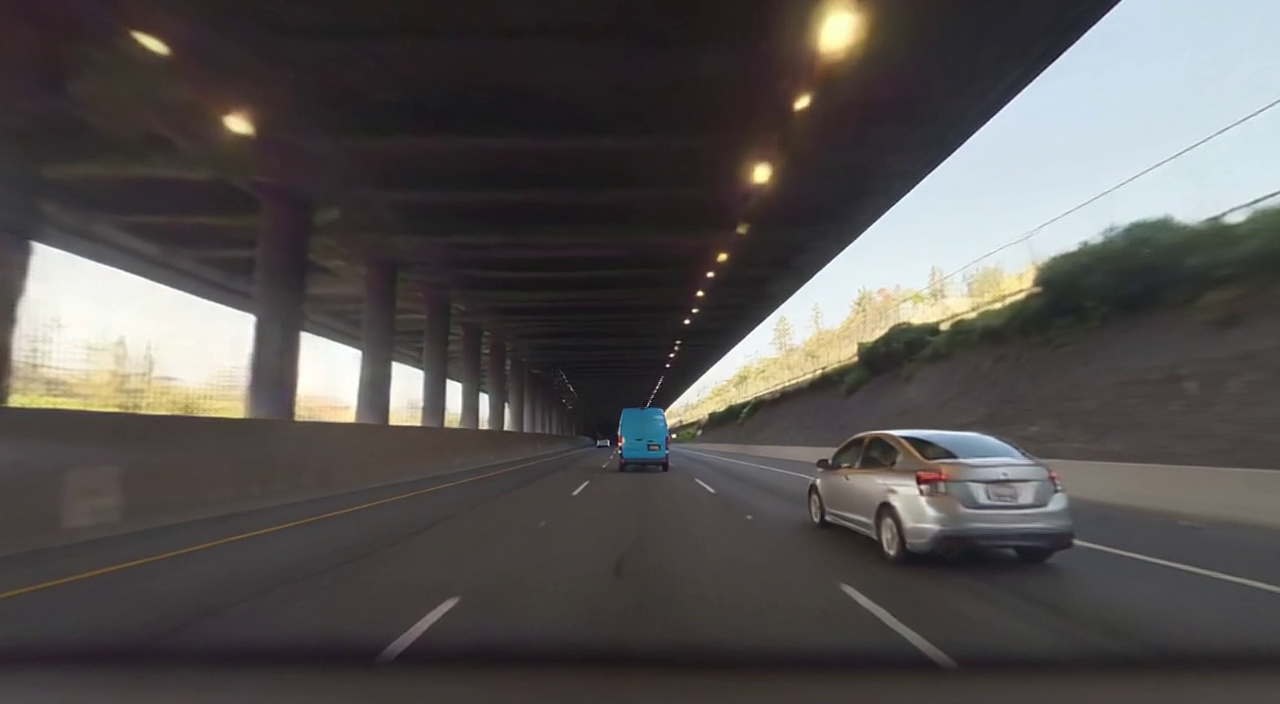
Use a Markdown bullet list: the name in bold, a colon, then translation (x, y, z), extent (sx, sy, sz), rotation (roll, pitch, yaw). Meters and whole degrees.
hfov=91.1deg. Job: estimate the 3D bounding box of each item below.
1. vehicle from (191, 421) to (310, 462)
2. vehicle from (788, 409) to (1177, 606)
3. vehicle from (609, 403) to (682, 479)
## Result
- **vehicle**: translation (-16.311, 3.779, 26.653), extent (2.113, 1.579, 4.531), rotation (0, -8, 0)
- **vehicle**: translation (3.242, 1.526, 7.149), extent (2.095, 1.553, 4.069), rotation (0, -8, 0)
- **vehicle**: translation (0.160, 3.268, 23.284), extent (2.404, 2.459, 5.229), rotation (0, -8, 0)
